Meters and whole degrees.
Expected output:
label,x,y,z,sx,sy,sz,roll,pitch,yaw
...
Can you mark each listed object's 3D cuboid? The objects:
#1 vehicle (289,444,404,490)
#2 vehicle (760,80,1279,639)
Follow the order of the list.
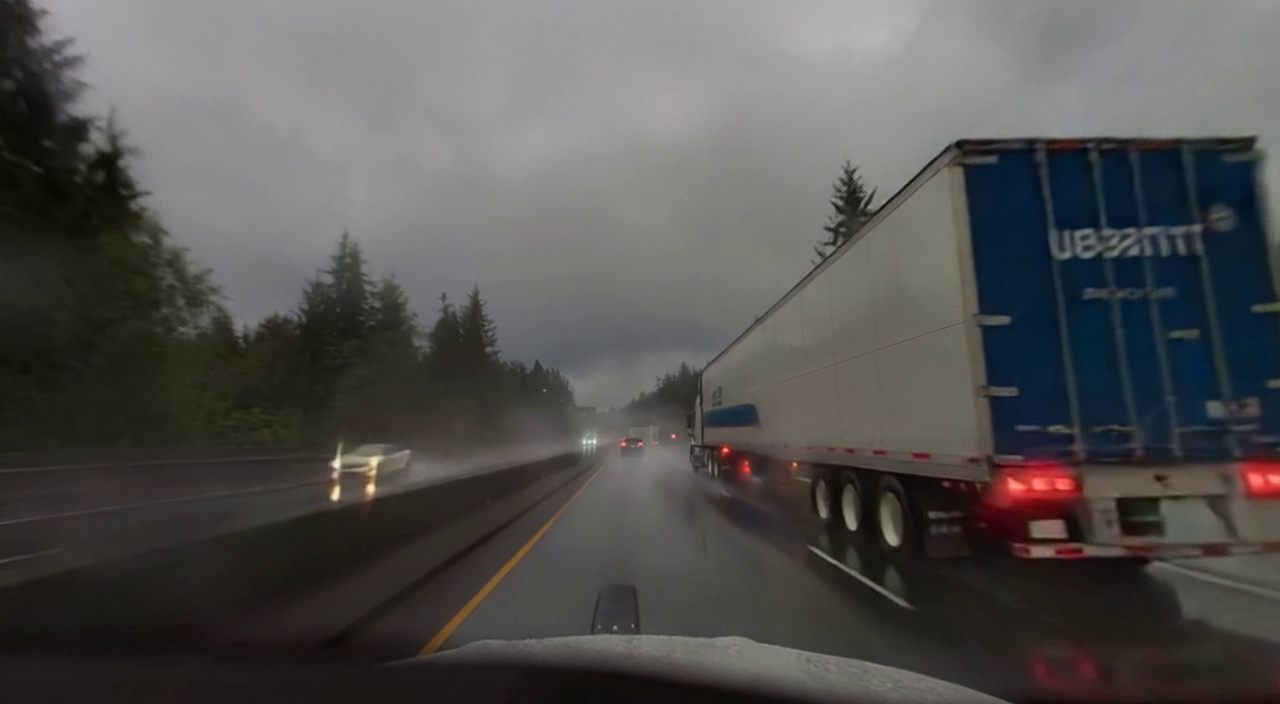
label,x,y,z,sx,sy,sz,roll,pitch,yaw
vehicle,-10.326,4.039,22.570,2.013,1.448,4.434,0,-8,-1
vehicle,4.034,0.507,8.441,3.006,3.850,8.310,0,-8,-1
